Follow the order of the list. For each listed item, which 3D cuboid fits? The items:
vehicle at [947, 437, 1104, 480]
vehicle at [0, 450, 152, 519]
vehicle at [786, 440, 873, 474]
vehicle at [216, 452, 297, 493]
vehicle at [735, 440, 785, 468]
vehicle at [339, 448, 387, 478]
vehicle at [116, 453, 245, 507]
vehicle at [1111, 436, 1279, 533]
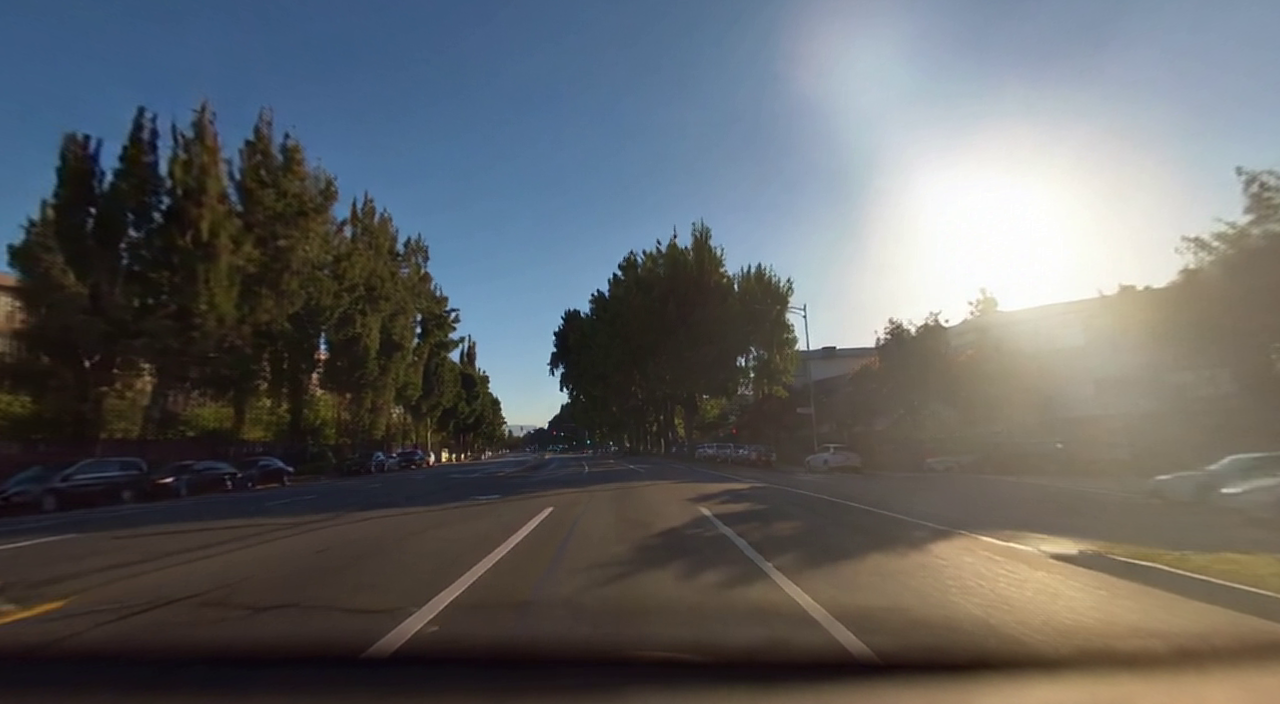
[{"bbox_3d":[15.873,4.385,26.194,5.088,1.538,2.114,-2,-7,3],"label":"vehicle"},{"bbox_3d":[-17.530,3.897,19.138,1.883,1.775,4.466,-1,-8,-2],"label":"vehicle"},{"bbox_3d":[9.688,5.399,32.535,1.919,1.627,4.196,4,-10,-26],"label":"vehicle"},{"bbox_3d":[-17.942,5.624,29.659,1.836,1.512,3.581,-2,-6,-5],"label":"vehicle"},{"bbox_3d":[8.087,6.929,42.849,2.039,1.752,4.876,1,-9,-5],"label":"vehicle"},{"bbox_3d":[-19.128,7.658,43.728,1.916,1.657,4.366,-1,-6,-8],"label":"vehicle"},{"bbox_3d":[-17.634,4.874,24.509,1.802,1.477,4.648,-3,-5,-4],"label":"vehicle"},{"bbox_3d":[10.770,2.290,11.427,1.901,1.423,4.448,-2,-9,14],"label":"vehicle"}]
